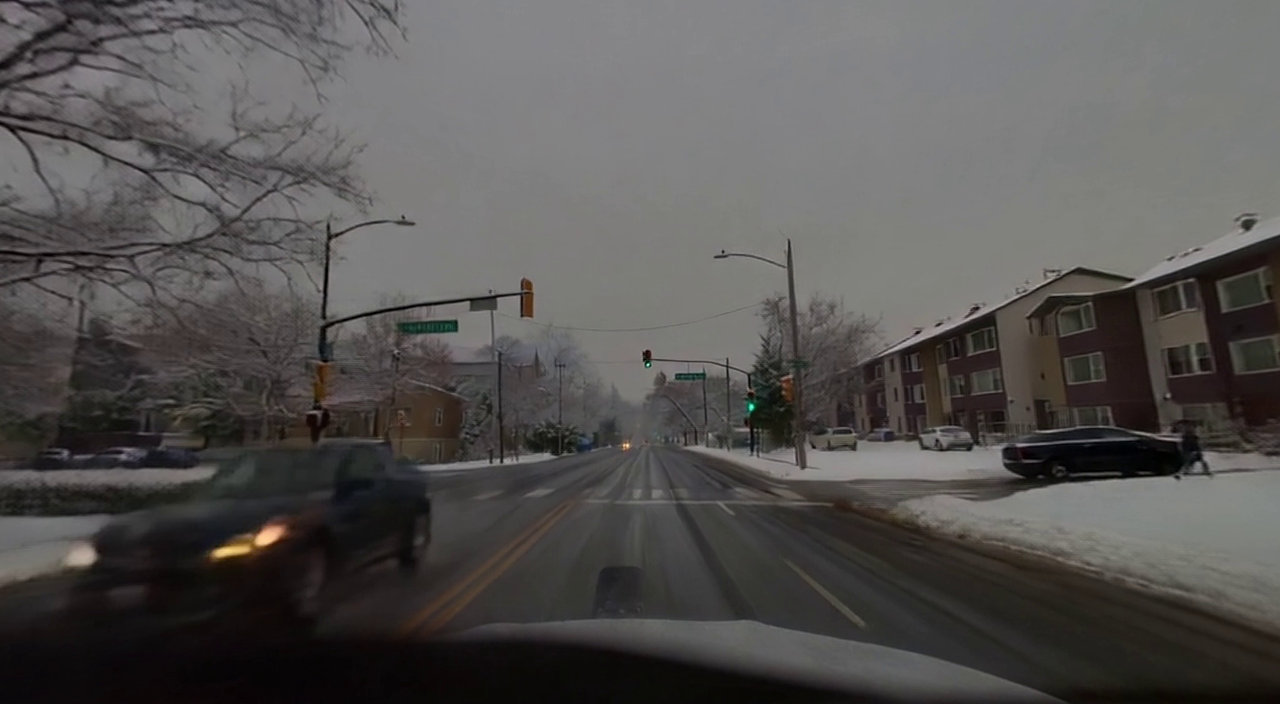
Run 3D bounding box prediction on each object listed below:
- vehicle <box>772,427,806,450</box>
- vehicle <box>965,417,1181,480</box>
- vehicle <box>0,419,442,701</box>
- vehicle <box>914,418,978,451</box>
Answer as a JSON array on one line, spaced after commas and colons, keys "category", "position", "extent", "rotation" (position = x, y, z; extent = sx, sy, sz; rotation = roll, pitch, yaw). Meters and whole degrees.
[{"category": "vehicle", "position": [11.523, 6.737, 49.109], "extent": [1.950, 1.714, 4.245], "rotation": [-1, -9, 5]}, {"category": "vehicle", "position": [12.772, 2.864, 18.856], "extent": [4.908, 1.521, 2.108], "rotation": [-2, -8, -4]}, {"category": "vehicle", "position": [-3.518, 1.463, 5.674], "extent": [2.015, 1.508, 4.353], "rotation": [0, -9, 1]}, {"category": "vehicle", "position": [17.142, 4.667, 35.609], "extent": [2.013, 1.722, 4.007], "rotation": [-2, -8, 8]}]
